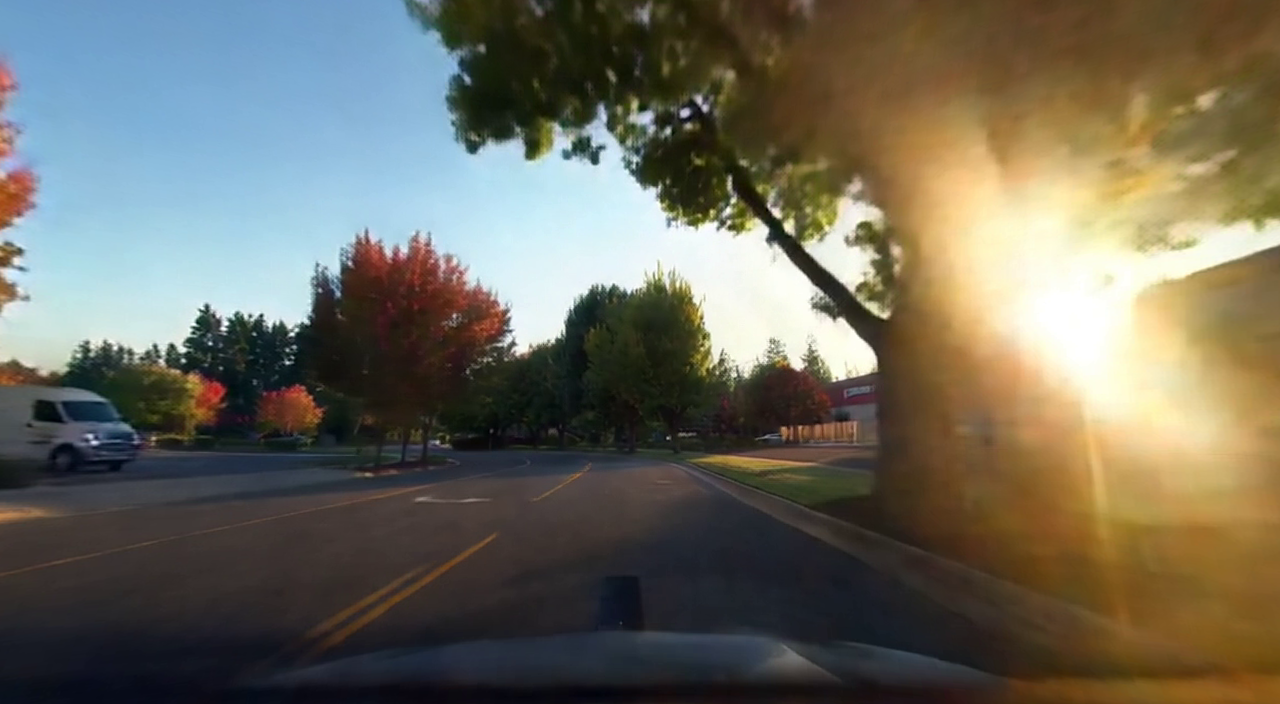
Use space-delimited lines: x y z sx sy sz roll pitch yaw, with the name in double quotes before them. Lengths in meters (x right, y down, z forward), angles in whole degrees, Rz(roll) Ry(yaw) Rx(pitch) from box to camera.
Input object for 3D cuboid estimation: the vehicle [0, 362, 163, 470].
"vehicle" -19.886 2.110 20.477 6.595 3.267 2.535 0 -8 0
